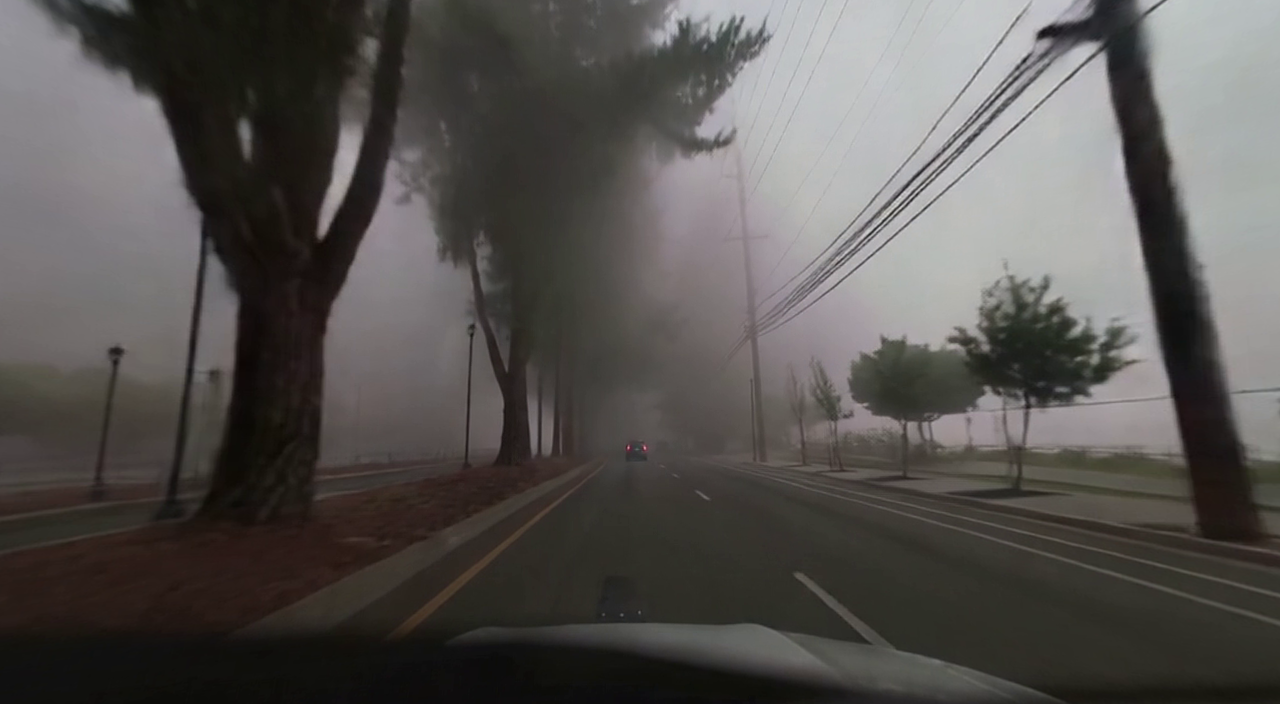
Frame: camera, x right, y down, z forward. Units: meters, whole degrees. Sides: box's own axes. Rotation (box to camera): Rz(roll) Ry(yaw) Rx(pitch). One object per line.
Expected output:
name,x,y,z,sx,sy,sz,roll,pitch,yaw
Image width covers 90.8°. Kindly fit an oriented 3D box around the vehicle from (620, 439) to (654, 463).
vehicle,-0.236,6.512,41.810,2.109,1.501,4.042,0,-8,-1
